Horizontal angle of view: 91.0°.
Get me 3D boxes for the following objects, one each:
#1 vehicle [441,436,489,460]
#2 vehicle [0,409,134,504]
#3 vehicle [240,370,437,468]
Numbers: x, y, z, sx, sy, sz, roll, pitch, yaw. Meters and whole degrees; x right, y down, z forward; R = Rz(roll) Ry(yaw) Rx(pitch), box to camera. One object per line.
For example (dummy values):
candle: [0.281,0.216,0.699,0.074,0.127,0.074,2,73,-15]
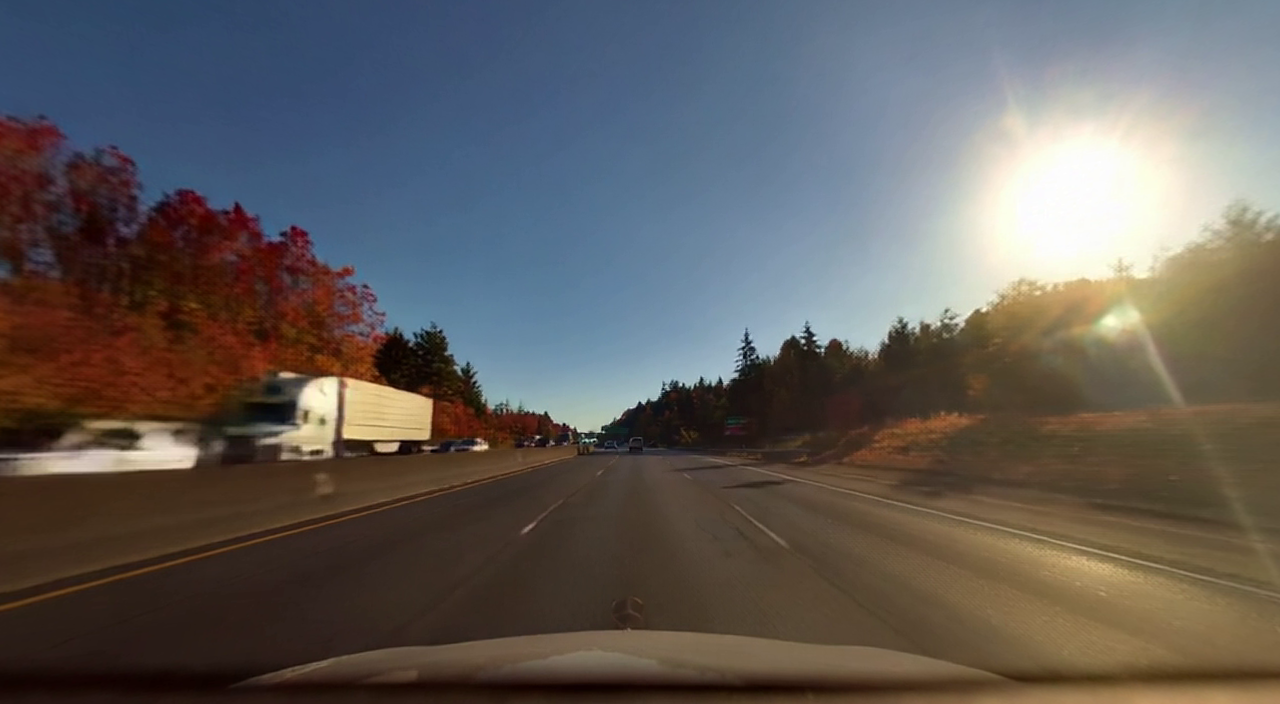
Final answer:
vehicle: [-11.543,6.330,41.743,1.871,1.479,4.480,0,-8,0]
vehicle: [-11.702,1.796,10.866,1.968,1.569,4.700,0,-8,1]
vehicle: [-15.084,3.919,34.181,2.927,4.069,16.353,0,-8,-1]
